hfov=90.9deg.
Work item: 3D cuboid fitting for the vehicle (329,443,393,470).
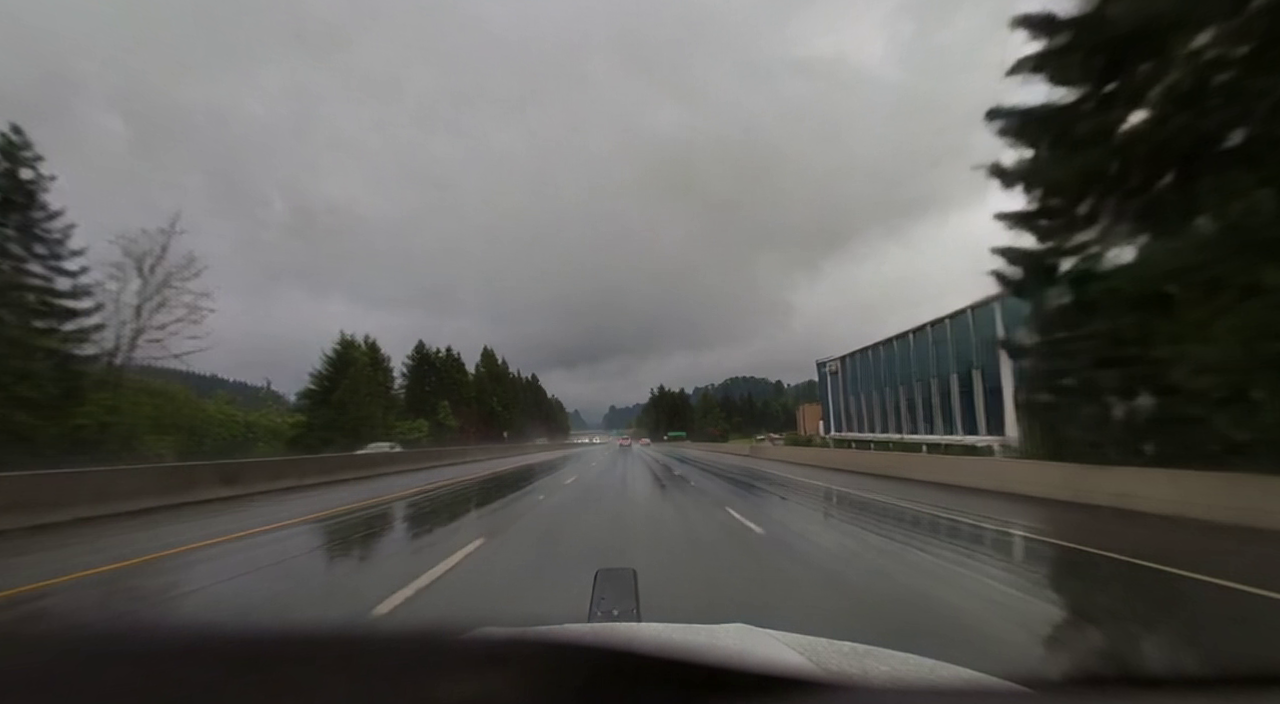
[{"bbox_3d":[-17.436,6.539,39.652,1.913,1.494,4.609,0,-8,0],"label":"vehicle"}]
